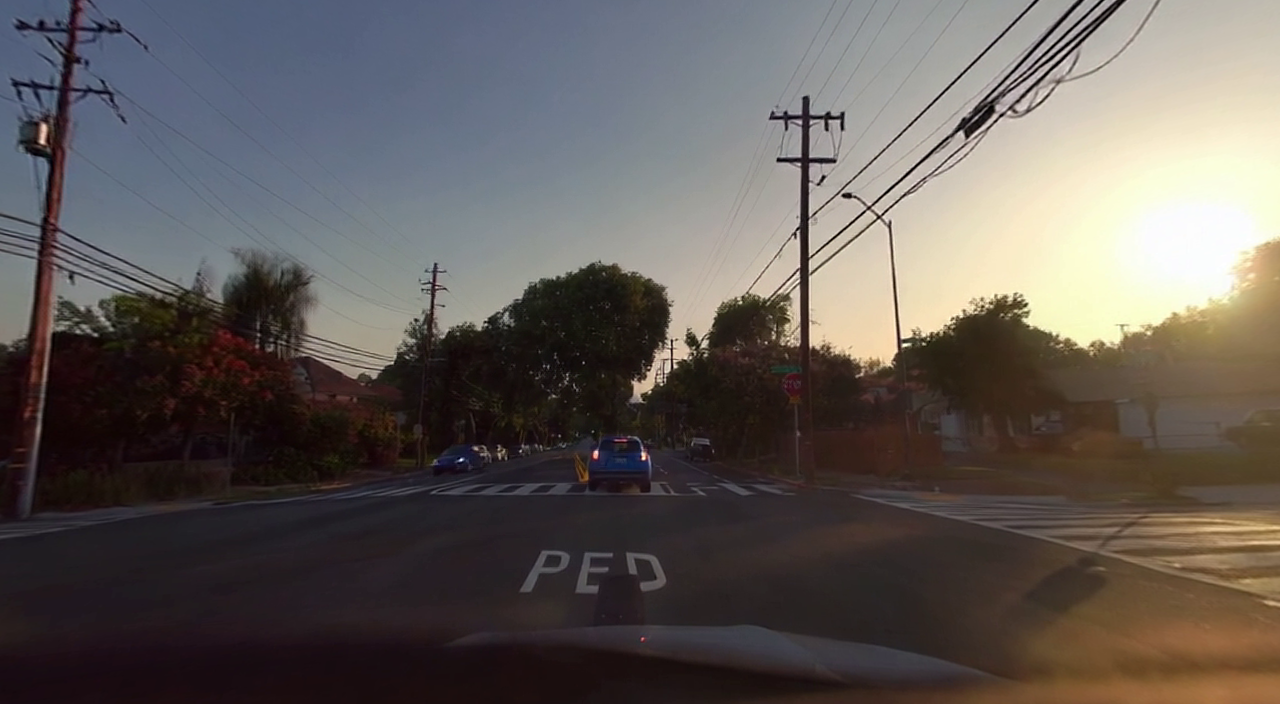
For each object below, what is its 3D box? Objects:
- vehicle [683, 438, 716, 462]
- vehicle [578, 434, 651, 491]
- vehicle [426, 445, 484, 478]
[{"bbox_3d":[4.440,7.413,47.740,2.101,1.744,4.466,0,-9,1],"label":"vehicle"},{"bbox_3d":[-0.661,3.148,18.258,1.877,1.448,3.830,0,-9,0],"label":"vehicle"},{"bbox_3d":[-9.152,5.434,31.559,1.934,1.506,4.032,1,-9,-4],"label":"vehicle"}]
